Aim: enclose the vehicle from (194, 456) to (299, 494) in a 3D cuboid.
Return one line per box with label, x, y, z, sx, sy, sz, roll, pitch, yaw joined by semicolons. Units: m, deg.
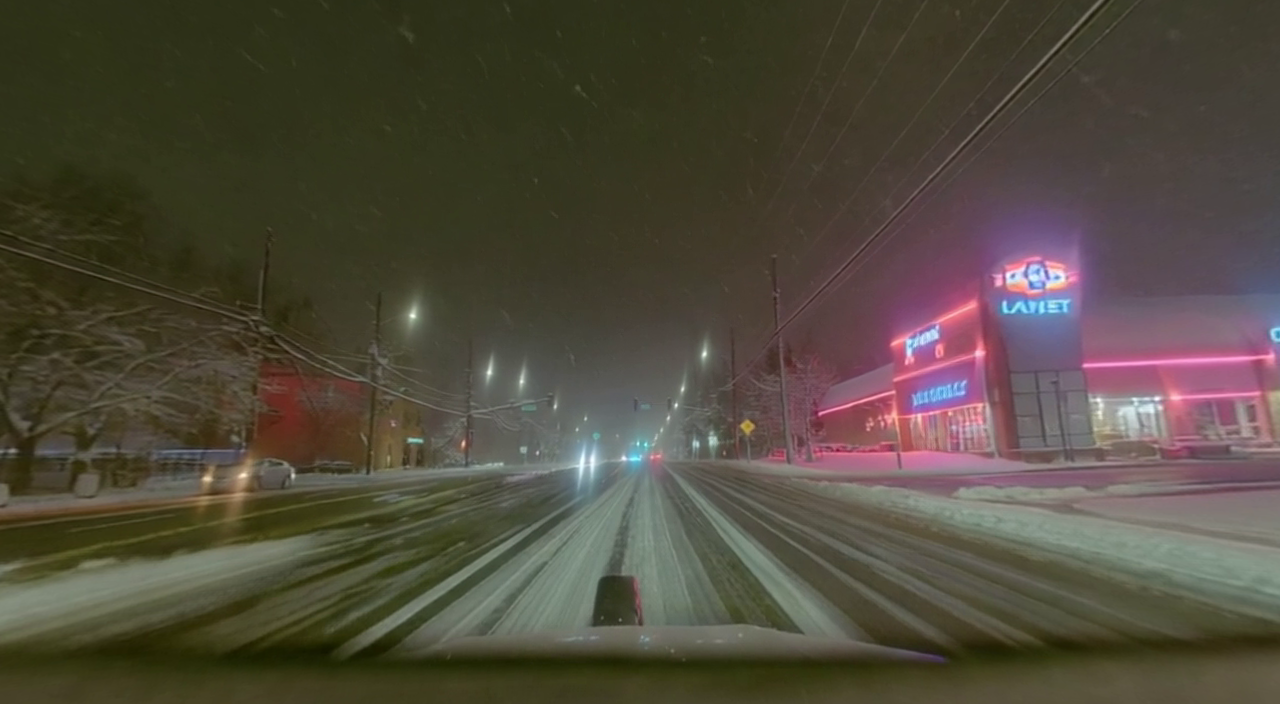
vehicle;-18.097;5.659;29.267;1.938;1.465;4.744;-2;-9;-1
